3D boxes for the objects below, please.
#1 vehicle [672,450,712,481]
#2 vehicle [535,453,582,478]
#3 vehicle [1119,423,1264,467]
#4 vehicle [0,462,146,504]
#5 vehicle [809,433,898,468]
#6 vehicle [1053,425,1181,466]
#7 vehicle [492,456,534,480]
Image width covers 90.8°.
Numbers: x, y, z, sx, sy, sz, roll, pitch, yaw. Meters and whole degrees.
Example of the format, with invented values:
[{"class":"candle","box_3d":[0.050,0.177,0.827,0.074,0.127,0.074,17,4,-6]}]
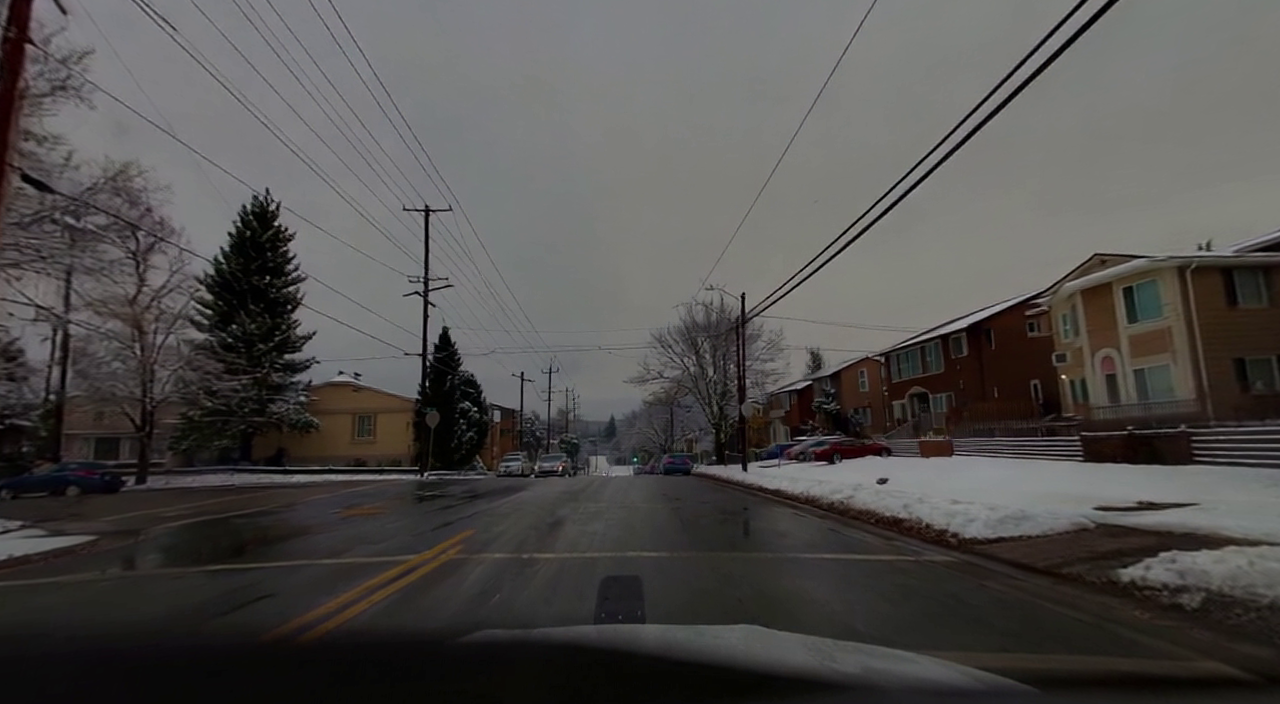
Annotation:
[{"class":"vehicle","box_3d":[3.160,7.031,39.418,1.993,1.755,4.256,0,-8,-2]},{"class":"vehicle","box_3d":[-5.285,7.414,41.560,2.179,1.494,4.523,-1,-8,4]},{"class":"vehicle","box_3d":[22.331,3.812,25.710,4.002,1.505,2.061,-2,-10,-5]},{"class":"vehicle","box_3d":[-22.322,5.070,24.655,4.424,1.486,1.814,0,-8,-2]},{"class":"vehicle","box_3d":[11.133,5.107,32.842,4.509,1.664,1.981,6,-10,-34]},{"class":"vehicle","box_3d":[21.978,4.300,29.355,4.320,1.673,1.957,-2,-5,24]},{"class":"vehicle","box_3d":[-8.670,7.945,43.528,2.066,1.472,4.353,0,-8,-1]}]
